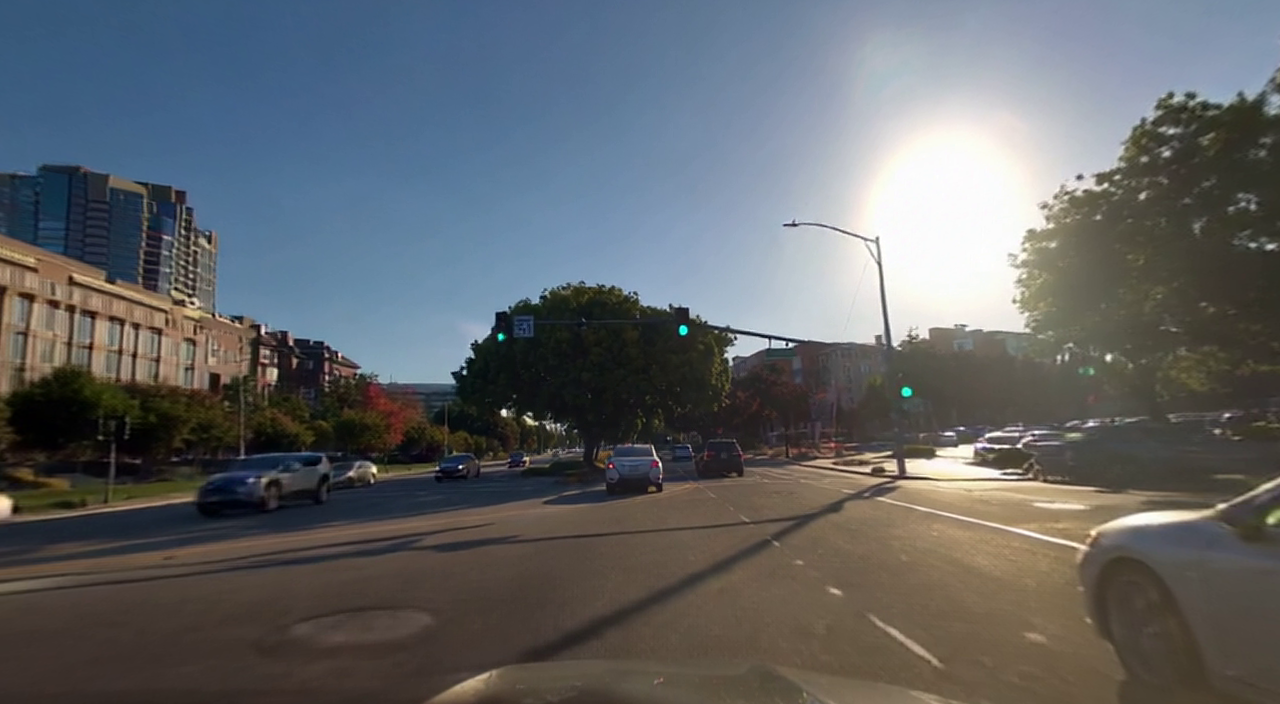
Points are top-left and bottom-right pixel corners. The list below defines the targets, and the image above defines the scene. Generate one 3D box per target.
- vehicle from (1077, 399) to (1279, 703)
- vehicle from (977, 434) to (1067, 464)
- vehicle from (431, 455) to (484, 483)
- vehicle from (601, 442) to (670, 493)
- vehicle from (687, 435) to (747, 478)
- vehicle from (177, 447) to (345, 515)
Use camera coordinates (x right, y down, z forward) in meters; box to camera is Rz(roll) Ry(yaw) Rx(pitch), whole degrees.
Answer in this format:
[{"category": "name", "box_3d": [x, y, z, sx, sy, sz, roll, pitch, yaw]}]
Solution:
[{"category": "vehicle", "box_3d": [3.797, 0.793, 1.702, 2.049, 1.473, 4.425, 0, -8, 0]}, {"category": "vehicle", "box_3d": [21.278, 5.465, 35.456, 1.865, 1.452, 4.585, -3, -9, -4]}, {"category": "vehicle", "box_3d": [-10.749, 6.905, 37.550, 1.808, 1.512, 4.447, 0, -8, 1]}, {"category": "vehicle", "box_3d": [-0.138, 3.710, 20.685, 2.034, 1.500, 3.966, 0, -8, 0]}, {"category": "vehicle", "box_3d": [3.424, 4.746, 28.945, 2.107, 1.773, 4.557, 0, -8, -1]}, {"category": "vehicle", "box_3d": [-11.108, 3.768, 19.022, 2.102, 1.758, 4.532, 0, -8, 2]}]
